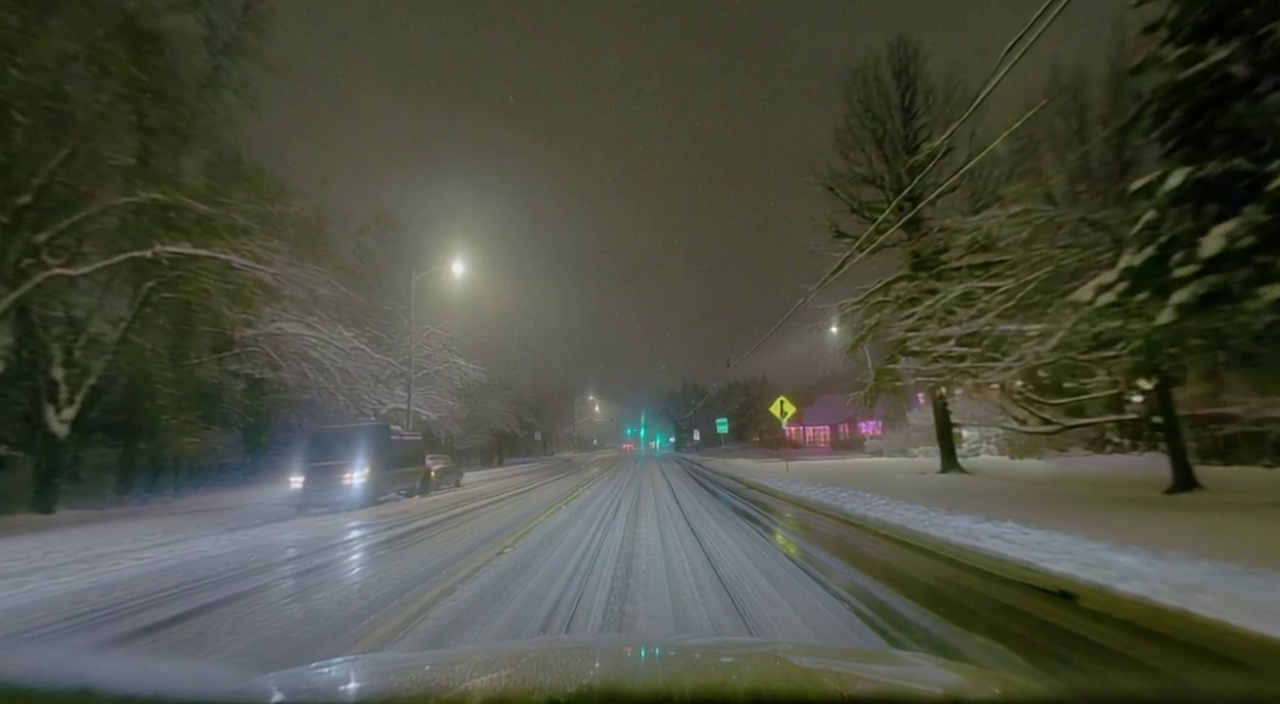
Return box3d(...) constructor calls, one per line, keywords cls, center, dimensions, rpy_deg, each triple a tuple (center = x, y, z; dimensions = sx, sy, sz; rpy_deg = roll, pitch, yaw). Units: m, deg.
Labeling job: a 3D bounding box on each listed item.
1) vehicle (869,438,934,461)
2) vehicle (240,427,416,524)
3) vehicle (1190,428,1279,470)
box3d(cls="vehicle", center=(20.419, 7.621, 49.315), dimensions=(4.151, 1.730, 2.131), rpy_deg=(0, -9, 6))
box3d(cls="vehicle", center=(-7.889, 3.064, 16.594), dimensions=(2.138, 2.038, 4.717), rpy_deg=(-4, -7, 2))
box3d(cls="vehicle", center=(23.397, 3.565, 23.272), dimensions=(4.263, 1.473, 1.974), rpy_deg=(-1, -8, 1))
